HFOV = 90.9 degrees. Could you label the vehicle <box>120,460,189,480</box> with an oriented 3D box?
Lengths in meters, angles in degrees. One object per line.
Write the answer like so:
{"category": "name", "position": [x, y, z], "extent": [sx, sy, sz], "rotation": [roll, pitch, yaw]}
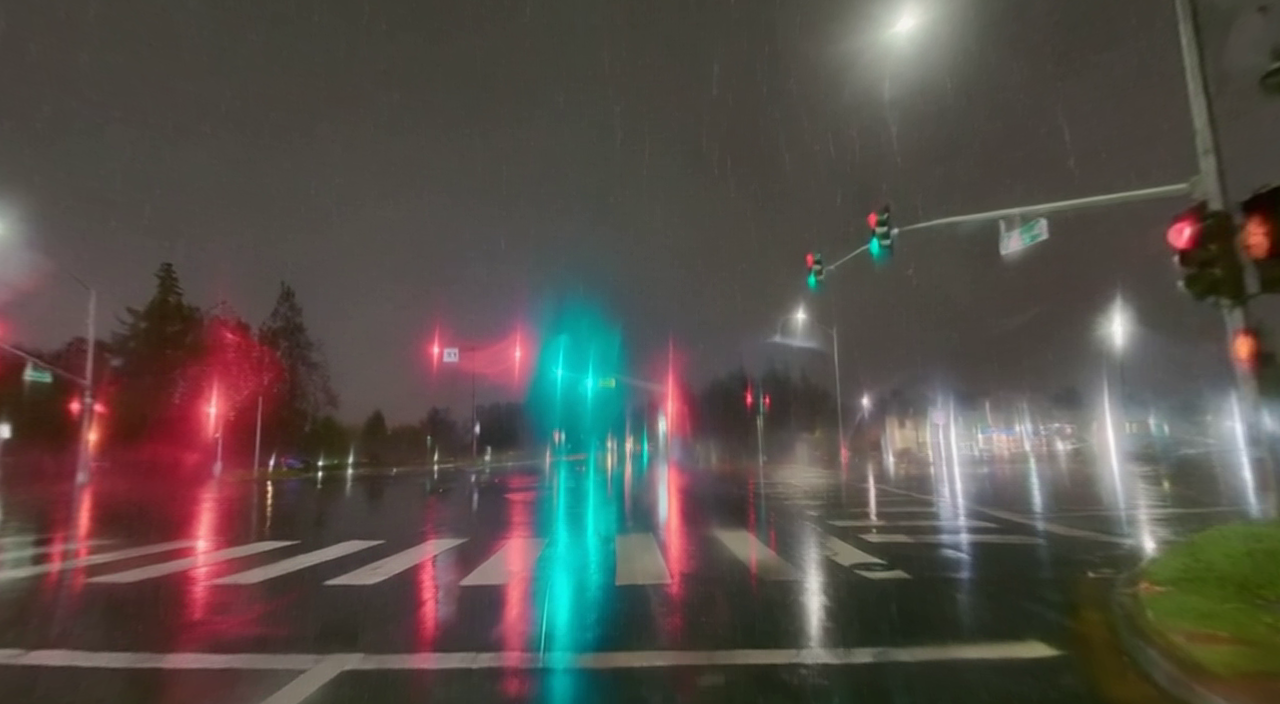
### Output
{"category": "vehicle", "position": [-35.897, 8.716, 46.665], "extent": [3.681, 1.423, 1.680], "rotation": [0, -8, -1]}

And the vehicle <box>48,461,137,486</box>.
{"category": "vehicle", "position": [-36.142, 8.001, 41.673], "extent": [4.241, 1.413, 1.673], "rotation": [-2, -7, -2]}
